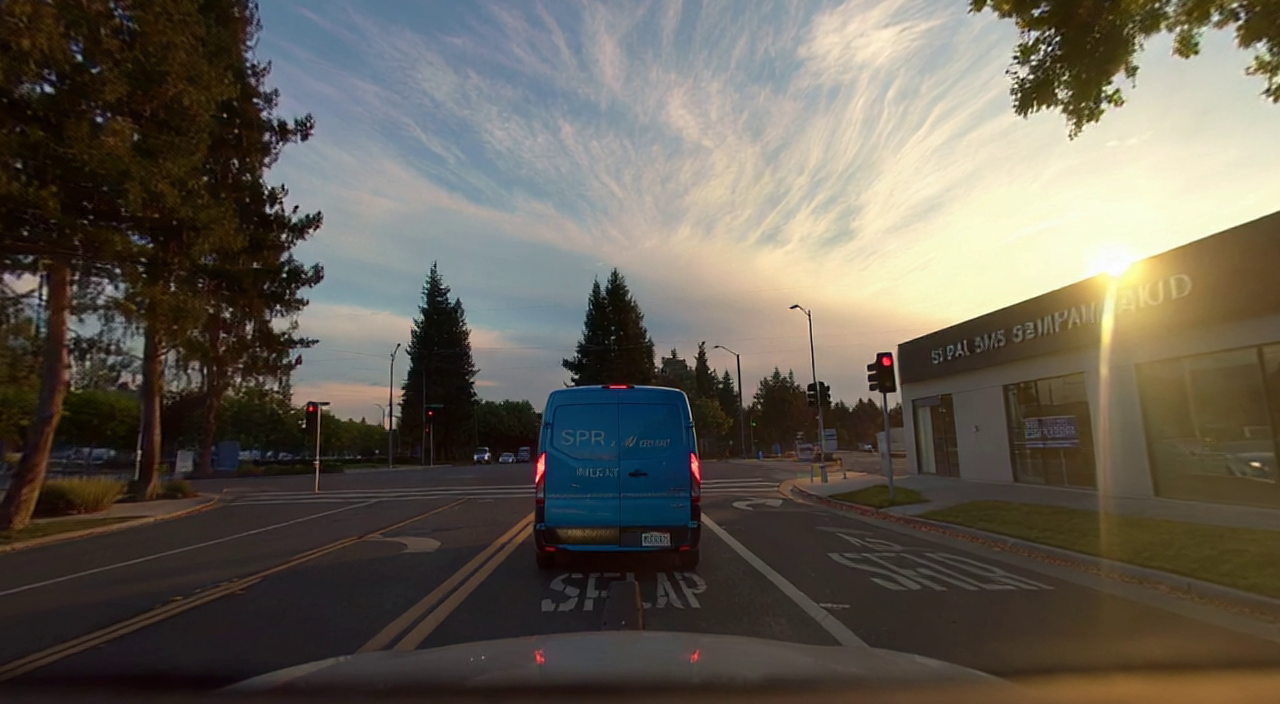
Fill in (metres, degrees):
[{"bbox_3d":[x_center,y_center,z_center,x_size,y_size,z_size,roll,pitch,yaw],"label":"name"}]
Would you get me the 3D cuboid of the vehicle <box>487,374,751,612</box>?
[{"bbox_3d":[-0.300,1.465,7.289,2.181,1.949,3.932,1,-9,-4],"label":"vehicle"}]
